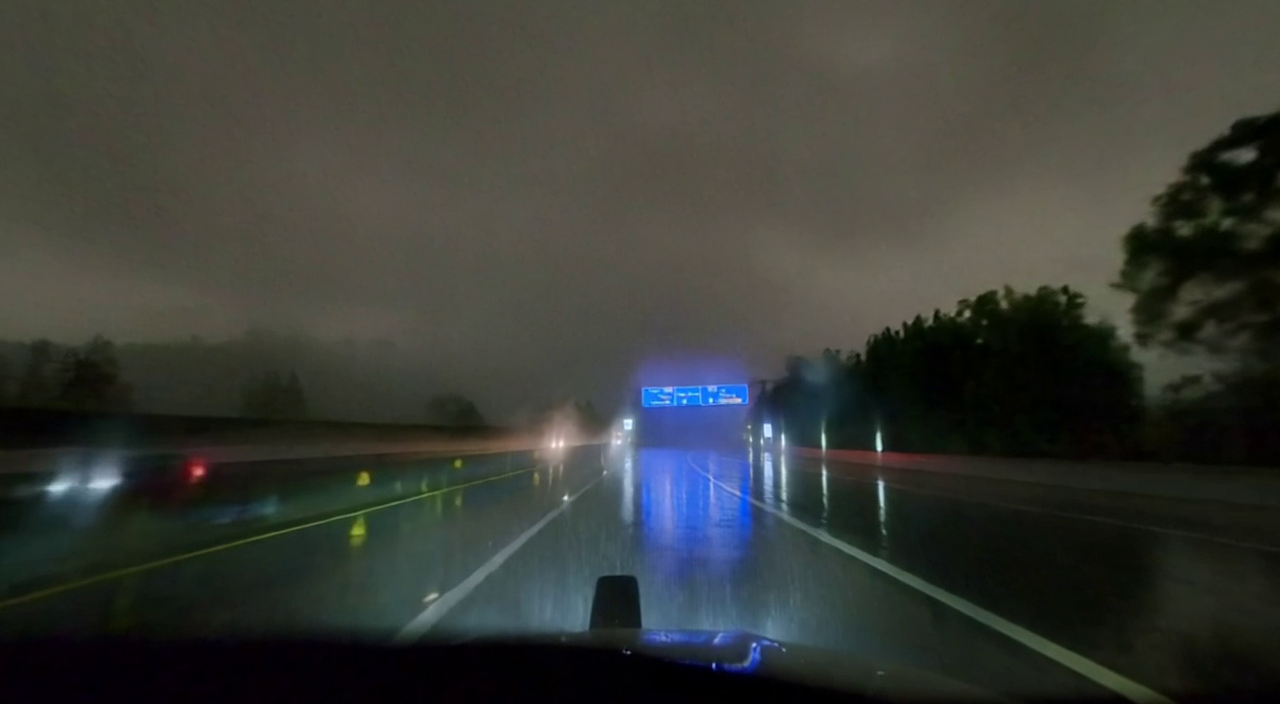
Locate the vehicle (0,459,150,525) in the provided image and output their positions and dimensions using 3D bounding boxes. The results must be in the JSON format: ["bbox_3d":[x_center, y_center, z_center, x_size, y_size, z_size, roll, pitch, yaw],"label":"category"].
[{"bbox_3d":[-15.752,3.692,17.018,1.938,1.469,3.725,-1,-8,0],"label":"vehicle"}]
